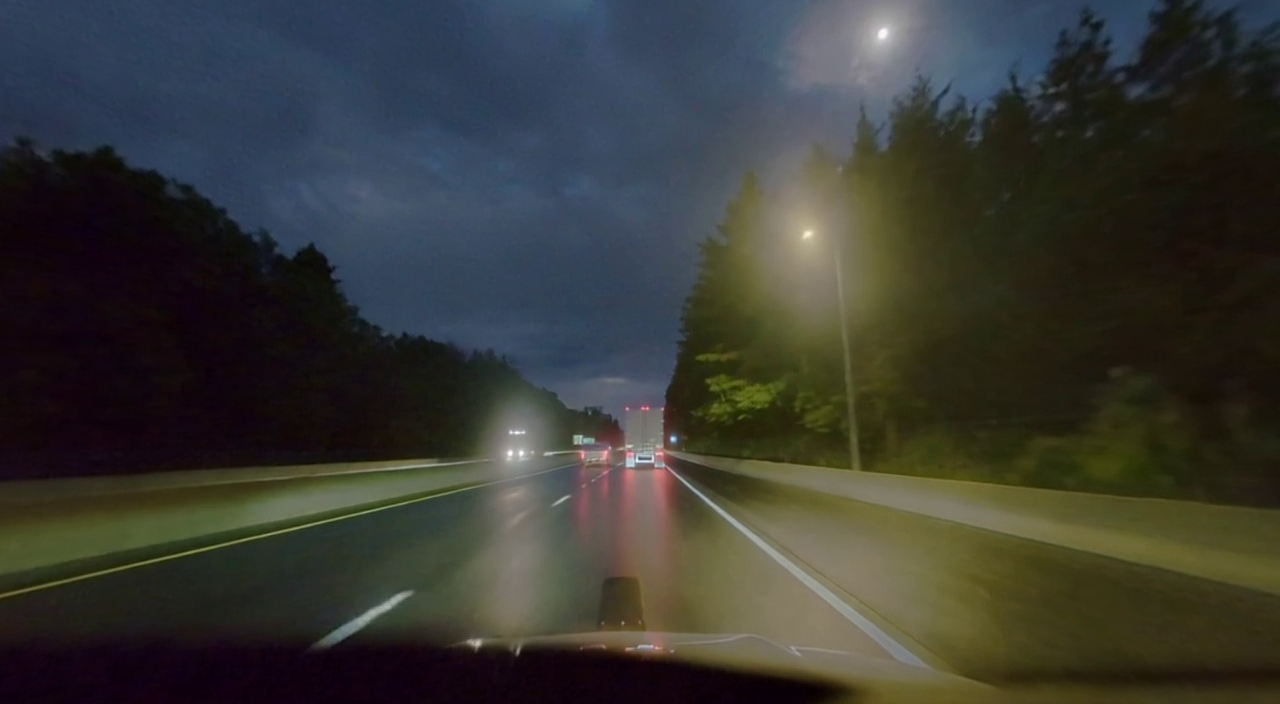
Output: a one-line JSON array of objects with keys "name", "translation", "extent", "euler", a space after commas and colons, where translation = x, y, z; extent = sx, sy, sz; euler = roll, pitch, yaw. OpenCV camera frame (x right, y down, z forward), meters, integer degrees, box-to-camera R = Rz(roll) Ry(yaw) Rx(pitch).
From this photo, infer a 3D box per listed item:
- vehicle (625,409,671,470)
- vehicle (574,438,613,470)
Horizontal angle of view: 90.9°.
[{"name": "vehicle", "translation": [0.495, 6.572, 46.771], "extent": [3.024, 3.965, 10.399], "euler": [0, -9, -1]}, {"name": "vehicle", "translation": [-3.235, 7.310, 45.253], "extent": [2.283, 2.156, 5.546], "euler": [0, -9, 1]}]
